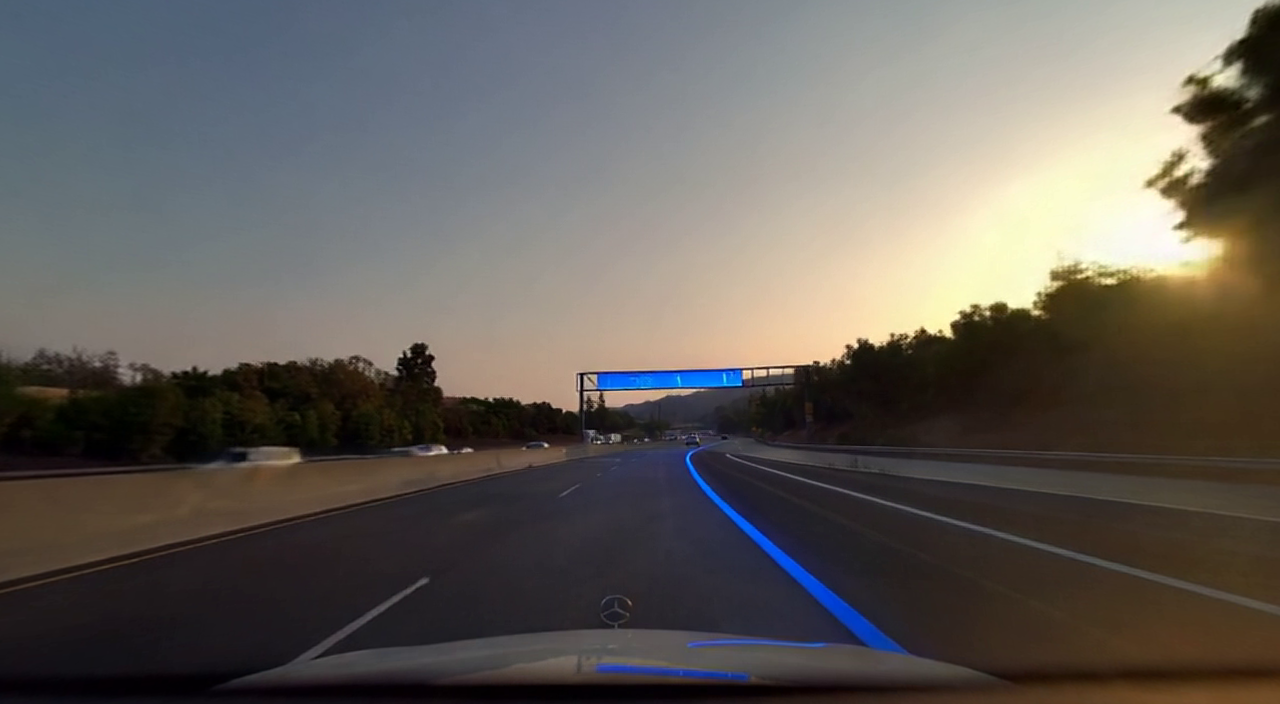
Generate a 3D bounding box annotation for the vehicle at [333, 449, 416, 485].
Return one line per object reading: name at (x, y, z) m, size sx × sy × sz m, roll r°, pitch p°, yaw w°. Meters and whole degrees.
vehicle at (-11.969, 5.201, 28.681) m, size 1.934 × 1.465 × 3.798 m, roll -1°, pitch -8°, yaw 3°

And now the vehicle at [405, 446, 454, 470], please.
vehicle at (-15.382, 7.733, 46.155) m, size 1.905 × 1.670 × 4.244 m, roll -1°, pitch -8°, yaw 3°

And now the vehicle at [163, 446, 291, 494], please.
vehicle at (-16.151, 4.591, 24.945) m, size 2.038 × 1.667 × 4.222 m, roll -1°, pitch -8°, yaw 3°
